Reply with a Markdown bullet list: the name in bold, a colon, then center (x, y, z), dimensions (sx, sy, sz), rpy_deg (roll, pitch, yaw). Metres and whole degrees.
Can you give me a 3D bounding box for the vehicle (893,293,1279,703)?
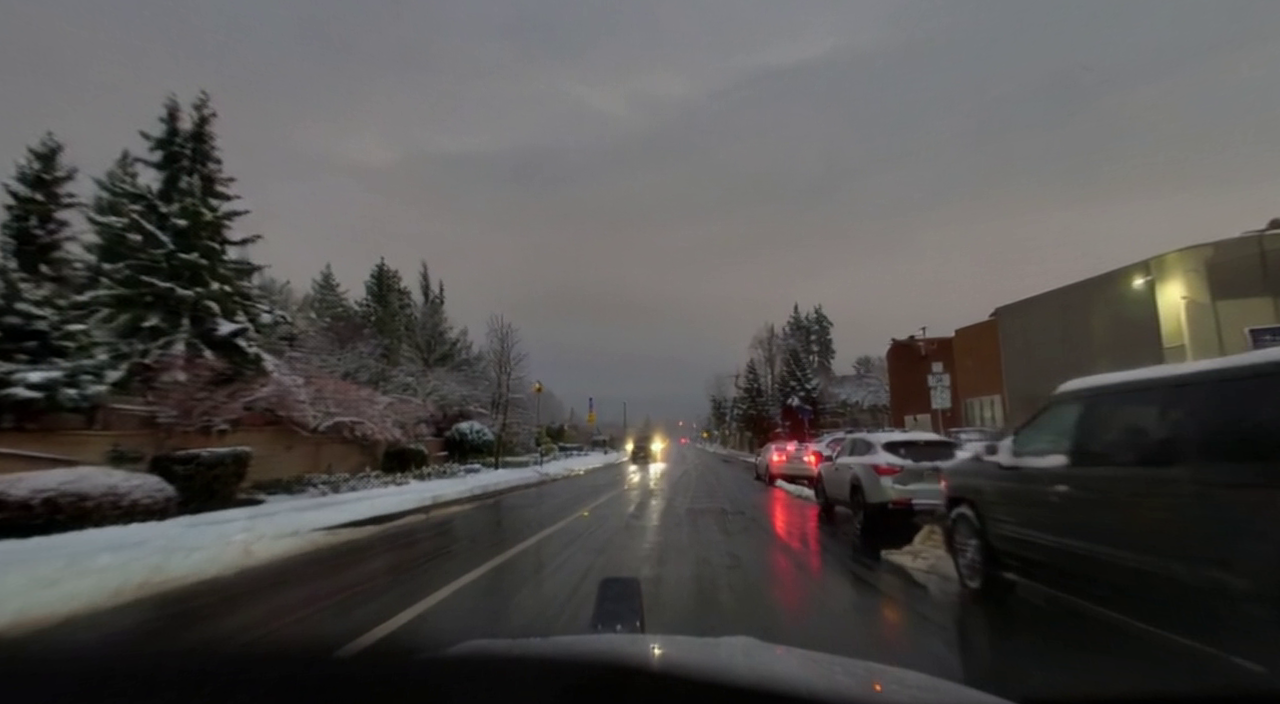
- **vehicle**: center (4.034, 0.961, 4.210), dimensions (2.291, 1.981, 6.444), rpy_deg (0, -9, 3)
